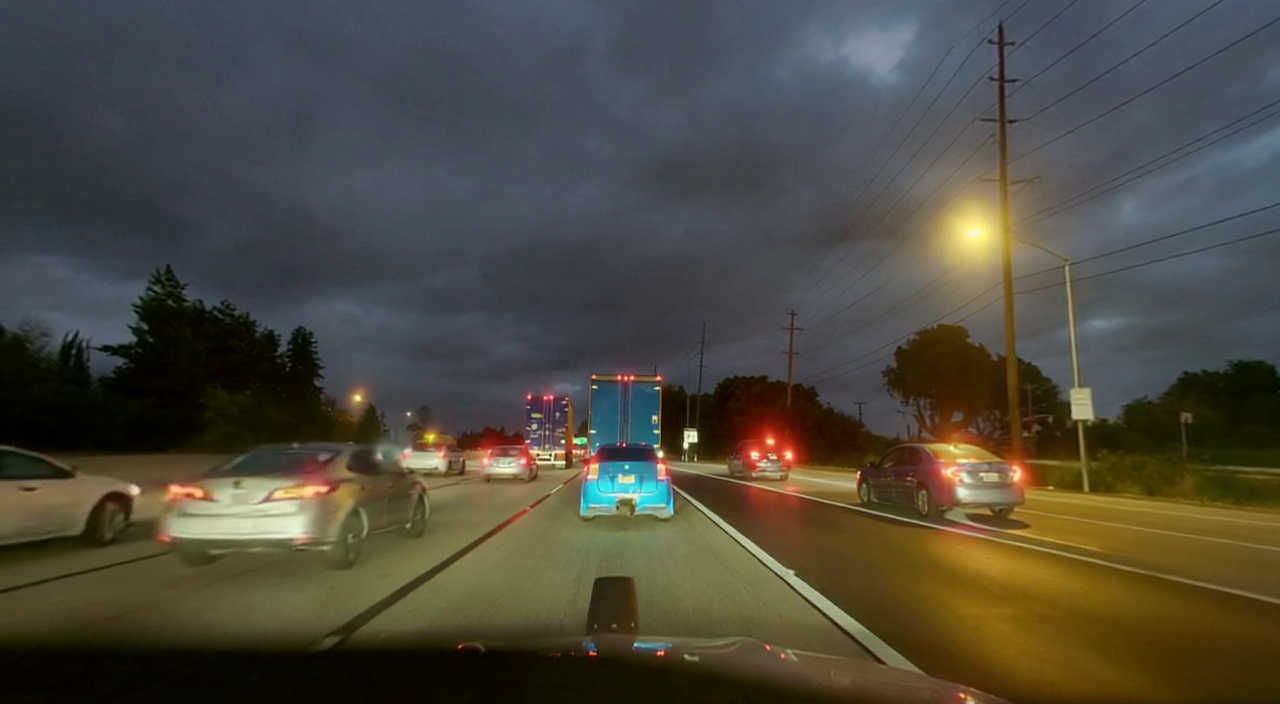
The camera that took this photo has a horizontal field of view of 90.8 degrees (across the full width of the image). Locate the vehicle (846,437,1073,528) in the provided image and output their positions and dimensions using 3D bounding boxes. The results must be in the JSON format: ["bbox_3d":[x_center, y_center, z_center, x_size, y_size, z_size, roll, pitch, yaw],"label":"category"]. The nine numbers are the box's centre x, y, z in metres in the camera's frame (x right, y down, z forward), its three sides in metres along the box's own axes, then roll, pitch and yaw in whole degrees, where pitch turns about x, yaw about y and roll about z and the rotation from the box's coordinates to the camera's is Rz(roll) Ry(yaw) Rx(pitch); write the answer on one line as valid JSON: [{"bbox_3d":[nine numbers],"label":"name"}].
[{"bbox_3d":[5.787,2.388,12.164,1.878,1.406,4.164,1,-9,-6],"label":"vehicle"}]

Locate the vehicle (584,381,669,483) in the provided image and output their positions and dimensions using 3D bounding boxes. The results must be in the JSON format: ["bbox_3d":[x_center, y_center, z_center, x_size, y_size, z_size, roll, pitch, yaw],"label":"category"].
[{"bbox_3d":[-0.641,3.380,25.983,2.909,3.518,8.262,0,-9,-3],"label":"vehicle"}]

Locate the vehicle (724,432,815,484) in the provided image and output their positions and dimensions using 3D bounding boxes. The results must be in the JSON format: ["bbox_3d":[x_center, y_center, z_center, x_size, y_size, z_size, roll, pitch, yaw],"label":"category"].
[{"bbox_3d":[4.469,3.745,22.541,2.023,1.676,4.002,1,-9,-6],"label":"vehicle"}]

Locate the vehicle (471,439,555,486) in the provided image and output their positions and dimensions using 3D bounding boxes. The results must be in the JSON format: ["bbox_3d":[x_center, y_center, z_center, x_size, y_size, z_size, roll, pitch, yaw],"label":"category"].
[{"bbox_3d":[-4.364,3.878,22.517,2.090,1.463,4.968,0,-9,-2],"label":"vehicle"}]

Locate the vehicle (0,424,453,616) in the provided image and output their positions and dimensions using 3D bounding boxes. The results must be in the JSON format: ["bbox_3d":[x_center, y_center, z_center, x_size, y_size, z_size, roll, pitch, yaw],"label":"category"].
[{"bbox_3d":[-3.964,1.684,7.503,1.960,1.450,5.246,0,-9,-1],"label":"vehicle"}]

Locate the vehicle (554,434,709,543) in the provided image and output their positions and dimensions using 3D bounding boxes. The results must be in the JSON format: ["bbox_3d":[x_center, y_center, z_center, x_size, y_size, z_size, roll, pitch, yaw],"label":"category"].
[{"bbox_3d":[-0.234,2.176,10.715,2.112,1.463,4.012,0,-9,-4],"label":"vehicle"}]
